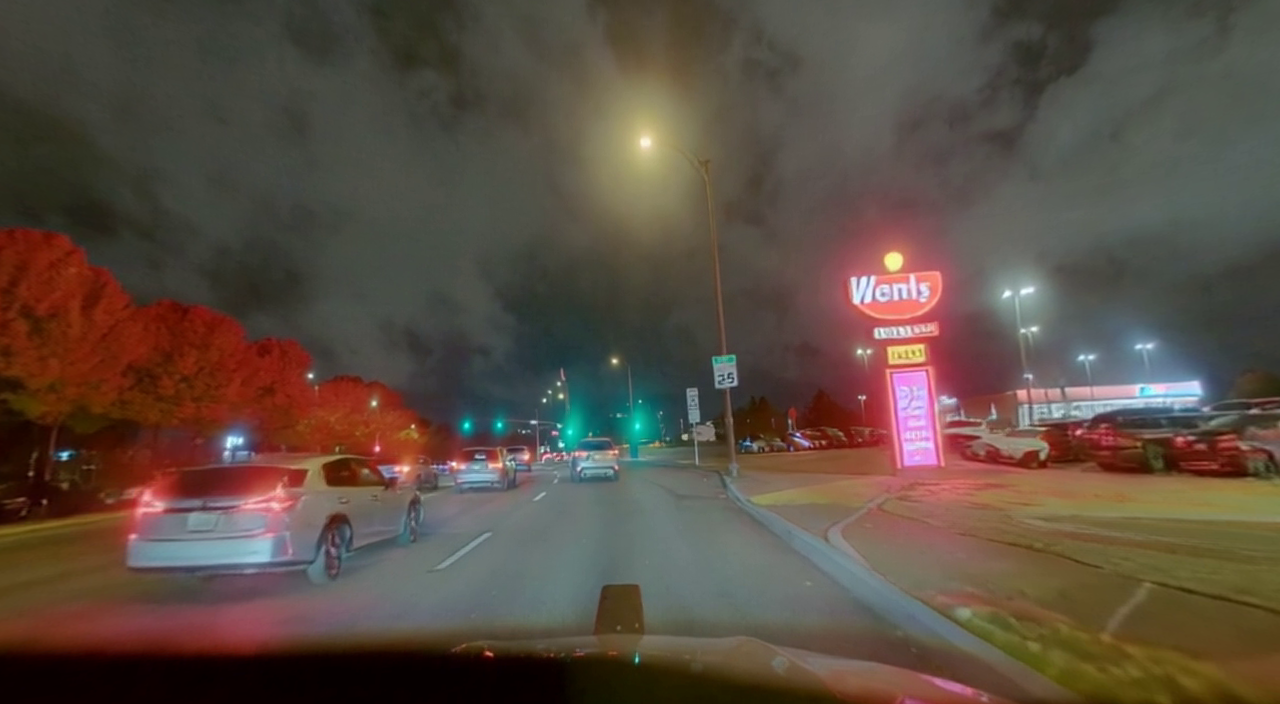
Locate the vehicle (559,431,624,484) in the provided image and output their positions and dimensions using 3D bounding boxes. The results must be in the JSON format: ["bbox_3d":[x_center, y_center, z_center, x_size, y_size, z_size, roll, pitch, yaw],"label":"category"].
[{"bbox_3d":[-1.823,3.838,23.106,2.144,1.704,4.028,1,-9,-6],"label":"vehicle"}]

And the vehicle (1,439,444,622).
[{"bbox_3d":[-4.358,1.919,8.039,2.090,1.506,5.326,1,-9,-1],"label":"vehicle"}]

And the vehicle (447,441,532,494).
[{"bbox_3d":[-4.881,3.800,21.131,1.974,1.549,4.603,1,-9,-4],"label":"vehicle"}]
